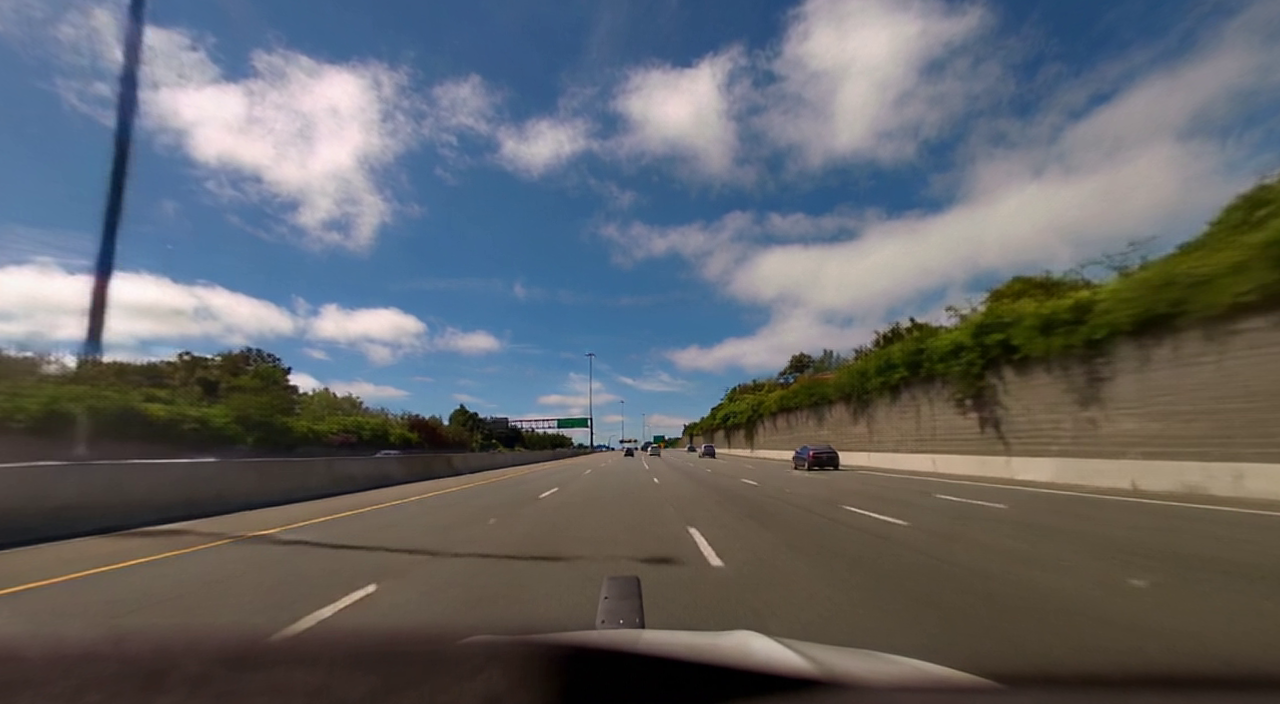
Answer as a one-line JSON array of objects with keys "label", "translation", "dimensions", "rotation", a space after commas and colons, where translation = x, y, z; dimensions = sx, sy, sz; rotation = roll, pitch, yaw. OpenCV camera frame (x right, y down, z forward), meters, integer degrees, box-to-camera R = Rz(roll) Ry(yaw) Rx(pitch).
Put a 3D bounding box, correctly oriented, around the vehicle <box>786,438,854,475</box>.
[{"label": "vehicle", "translation": [9.343, 5.461, 33.123], "dimensions": [2.167, 1.781, 4.340], "rotation": [0, -9, -1]}]
